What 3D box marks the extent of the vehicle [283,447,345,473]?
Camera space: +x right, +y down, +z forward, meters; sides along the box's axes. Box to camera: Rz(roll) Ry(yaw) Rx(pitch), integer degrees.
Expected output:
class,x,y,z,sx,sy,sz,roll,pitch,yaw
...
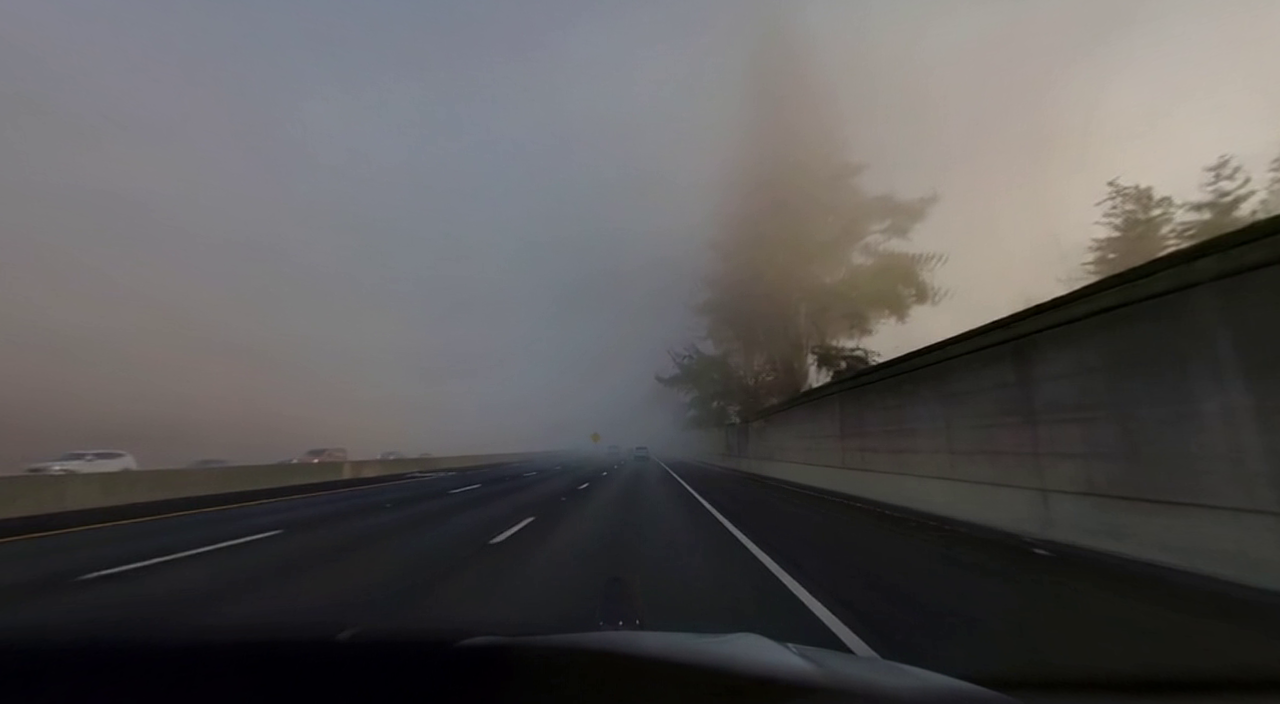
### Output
class,x,y,z,sx,sy,sz,roll,pitch,yaw
vehicle,-25.532,8.453,49.514,2.065,1.887,5.084,0,-9,1

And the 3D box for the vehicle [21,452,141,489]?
class,x,y,z,sx,sy,sz,roll,pitch,yaw
vehicle,-29.686,6.294,33.684,2.028,1.778,4.691,0,-9,1
